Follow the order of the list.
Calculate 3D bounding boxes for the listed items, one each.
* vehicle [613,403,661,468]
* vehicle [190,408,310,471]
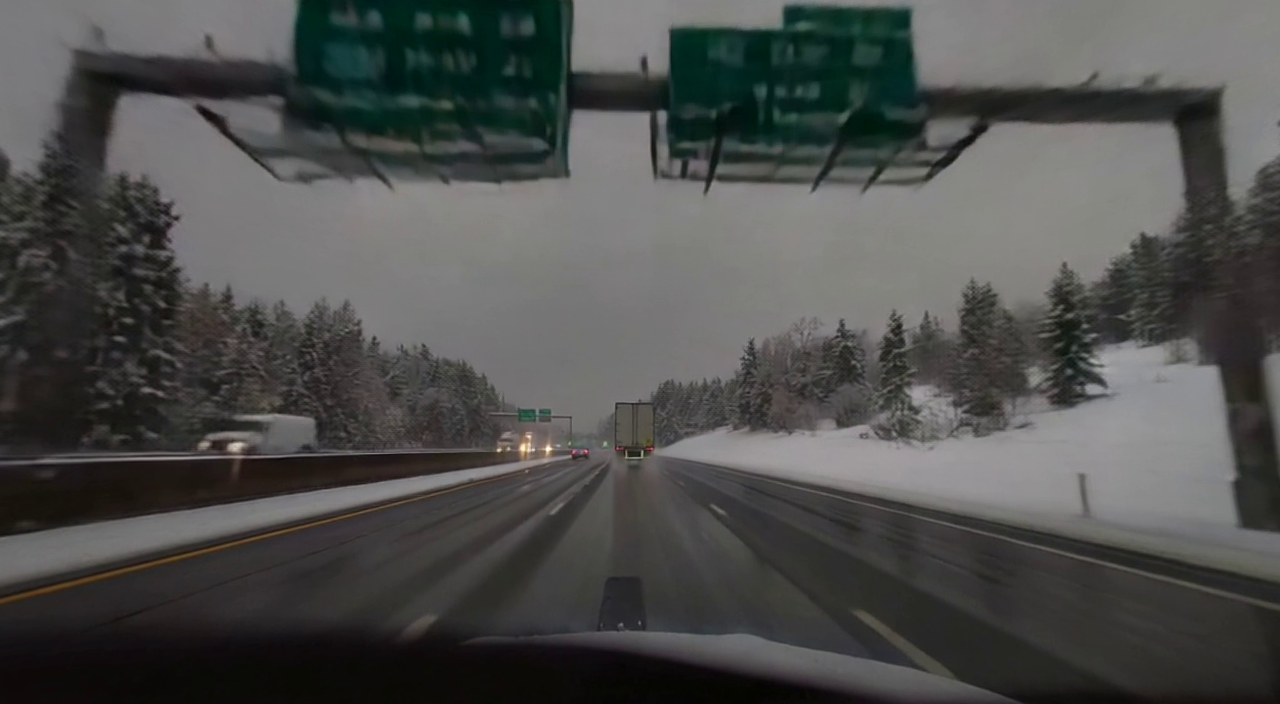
[{"bbox_3d":[-0.333,5.996,44.466,2.962,3.953,10.696,0,-9,-2],"label":"vehicle"},{"bbox_3d":[-17.197,3.940,28.180,2.136,2.560,5.054,0,-9,-1],"label":"vehicle"}]
